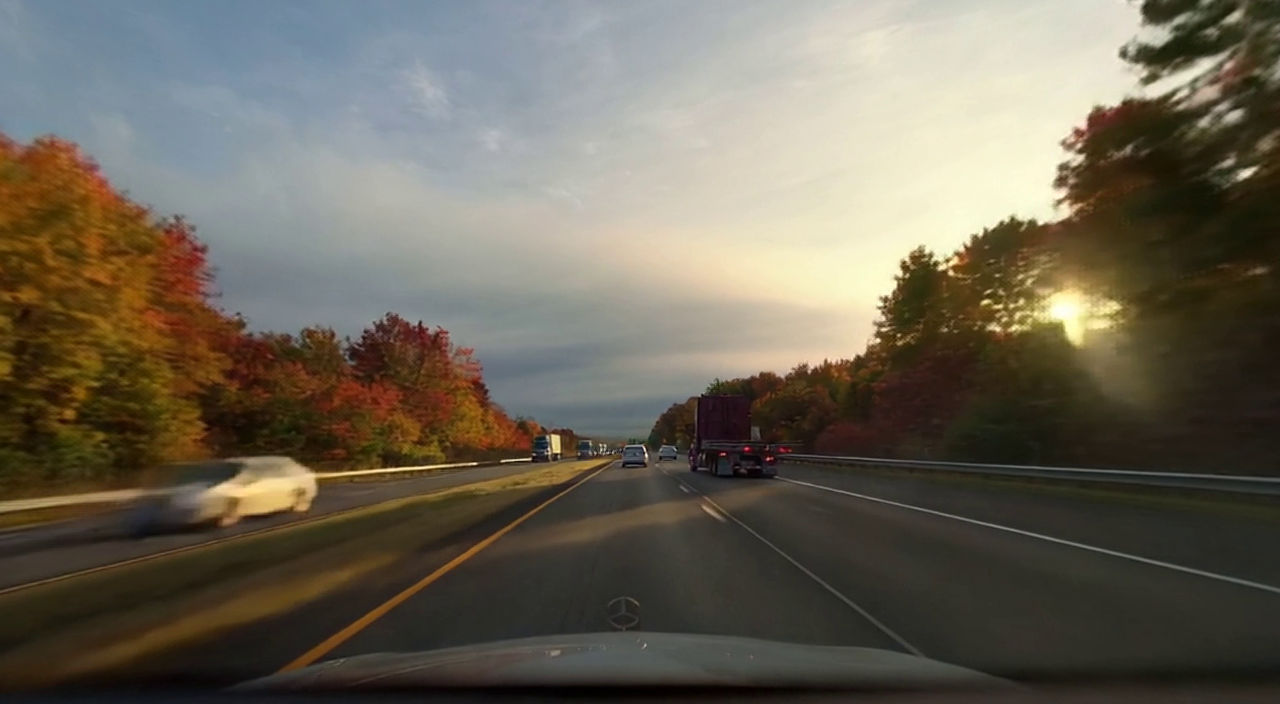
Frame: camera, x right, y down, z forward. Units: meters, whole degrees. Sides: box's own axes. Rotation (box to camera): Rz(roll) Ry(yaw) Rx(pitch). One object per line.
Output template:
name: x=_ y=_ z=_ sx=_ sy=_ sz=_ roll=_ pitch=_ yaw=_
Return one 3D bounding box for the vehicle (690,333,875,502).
vehicle: x=3.965 y=2.592 z=22.013 sx=3.068 sy=4.042 sz=13.787 roll=0 pitch=-9 yaw=-1

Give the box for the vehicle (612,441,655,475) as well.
vehicle: x=-0.364 y=5.722 z=34.062 sx=2.151 sy=1.693 sz=4.201 roll=0 pitch=-9 yaw=-1

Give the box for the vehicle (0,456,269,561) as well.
vehicle: x=-9.096 y=2.732 z=11.618 sx=1.994 sy=1.505 sz=4.005 roll=0 pitch=-9 yaw=-1
